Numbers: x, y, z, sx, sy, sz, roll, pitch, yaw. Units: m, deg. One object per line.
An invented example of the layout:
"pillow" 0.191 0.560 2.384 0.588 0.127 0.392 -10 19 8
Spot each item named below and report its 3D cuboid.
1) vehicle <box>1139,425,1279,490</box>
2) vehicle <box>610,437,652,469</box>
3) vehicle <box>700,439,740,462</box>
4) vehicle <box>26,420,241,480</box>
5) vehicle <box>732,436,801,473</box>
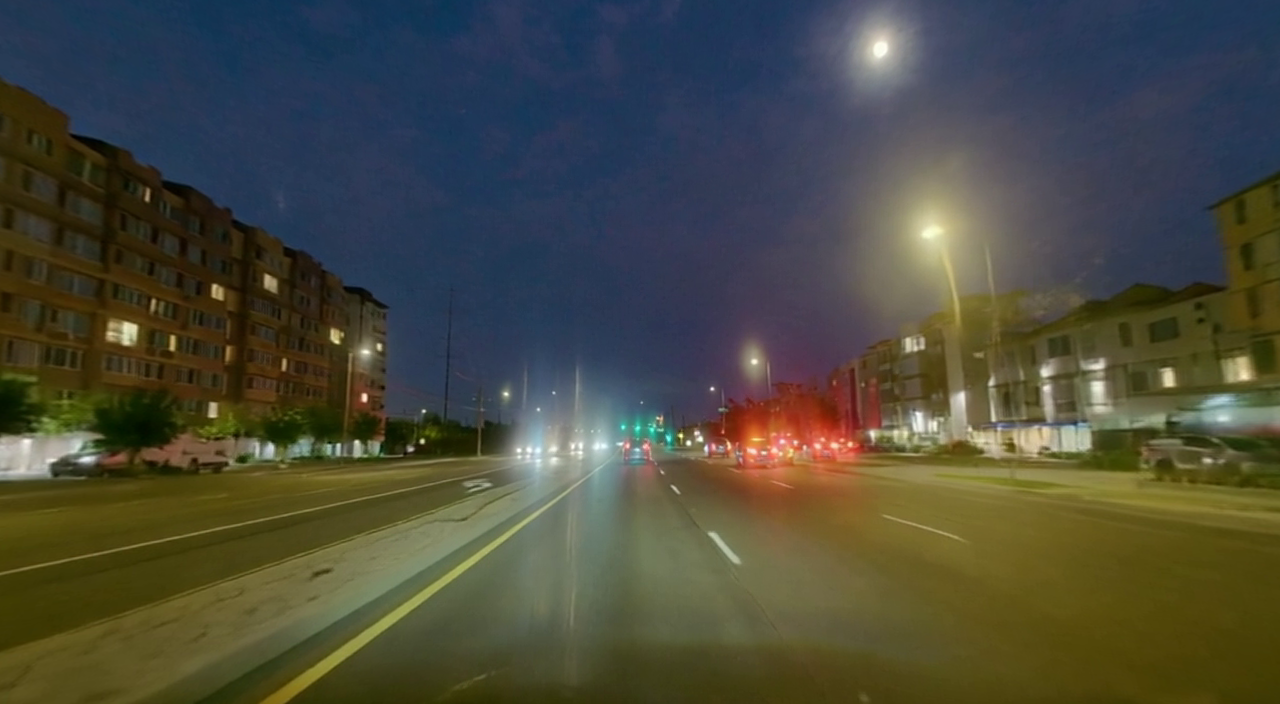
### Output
"vehicle" 20.449 3.598 21.708 2.286 1.948 4.949 0 -9 -1
"vehicle" -0.471 5.295 33.216 2.106 1.553 3.964 0 -8 -1
"vehicle" 5.618 6.946 44.590 2.154 1.554 4.149 0 -9 -2
"vehicle" -33.192 6.474 42.455 4.125 3.409 11.667 -1 -8 5
"vehicle" 5.832 4.778 29.611 2.121 1.557 4.898 0 -9 -1
